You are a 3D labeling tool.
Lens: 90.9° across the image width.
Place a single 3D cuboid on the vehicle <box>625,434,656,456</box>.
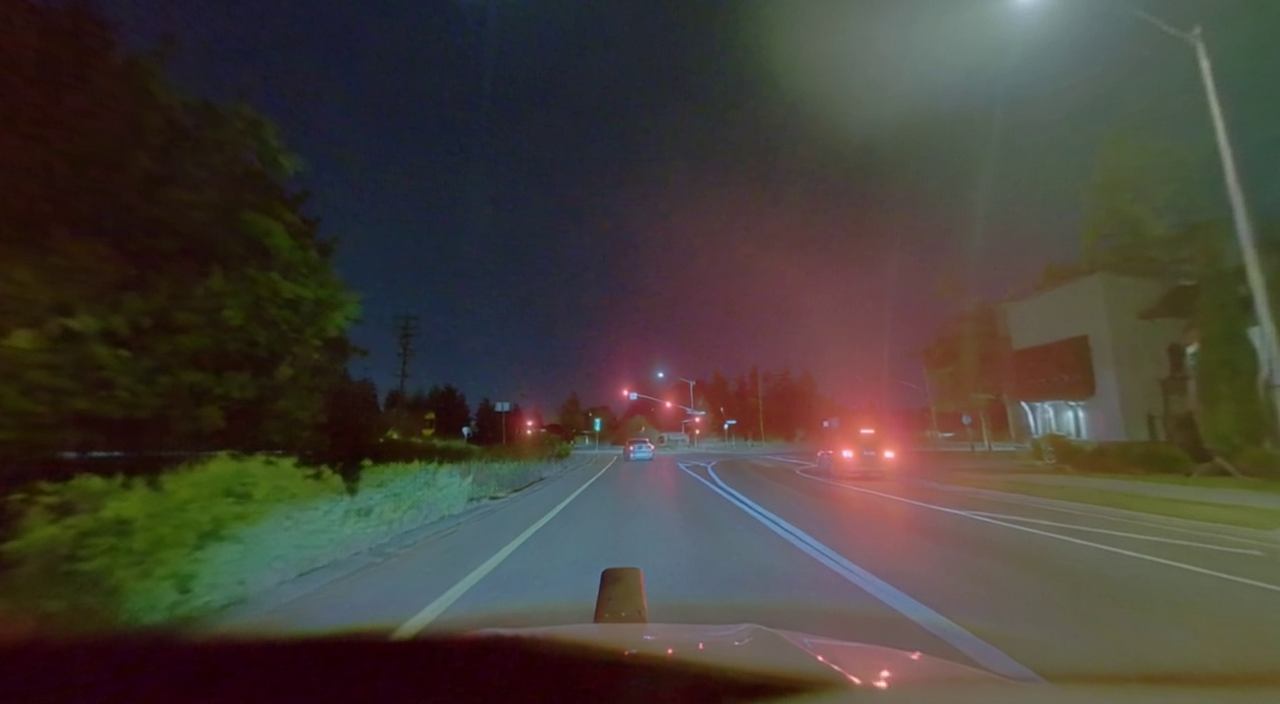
[{"bbox_3d":[-0.017,6.416,43.621,2.056,1.473,4.380,0,-8,-1],"label":"vehicle"}]
